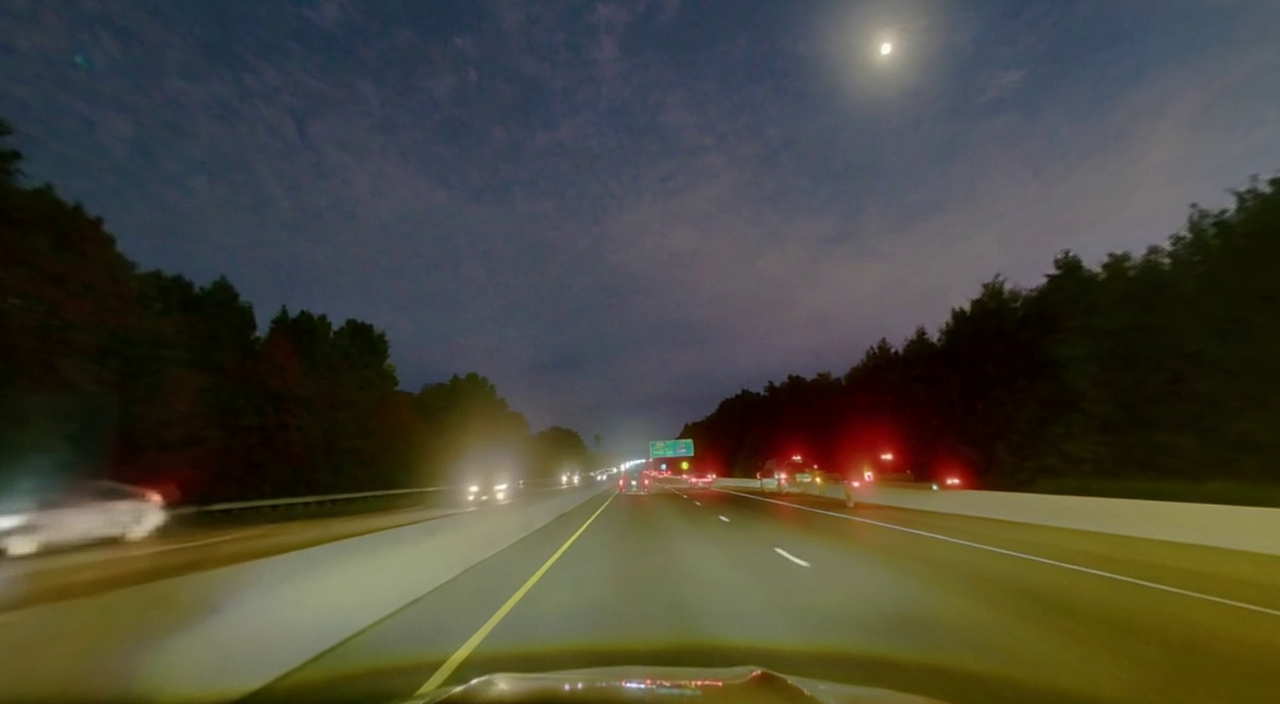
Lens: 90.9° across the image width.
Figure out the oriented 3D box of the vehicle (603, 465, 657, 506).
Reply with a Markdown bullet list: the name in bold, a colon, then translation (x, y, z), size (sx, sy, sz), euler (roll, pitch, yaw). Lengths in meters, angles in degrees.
- **vehicle**: translation (-0.391, 5.417, 25.827), size (2.060, 1.473, 3.726), euler (1, -10, 0)

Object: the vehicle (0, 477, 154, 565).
- **vehicle**: translation (-12.223, 3.239, 12.369), size (1.909, 1.445, 4.225), euler (1, -10, 1)

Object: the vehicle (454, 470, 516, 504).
- **vehicle**: translation (-7.581, 6.612, 31.219), size (1.872, 1.487, 4.411), euler (0, -10, 1)
